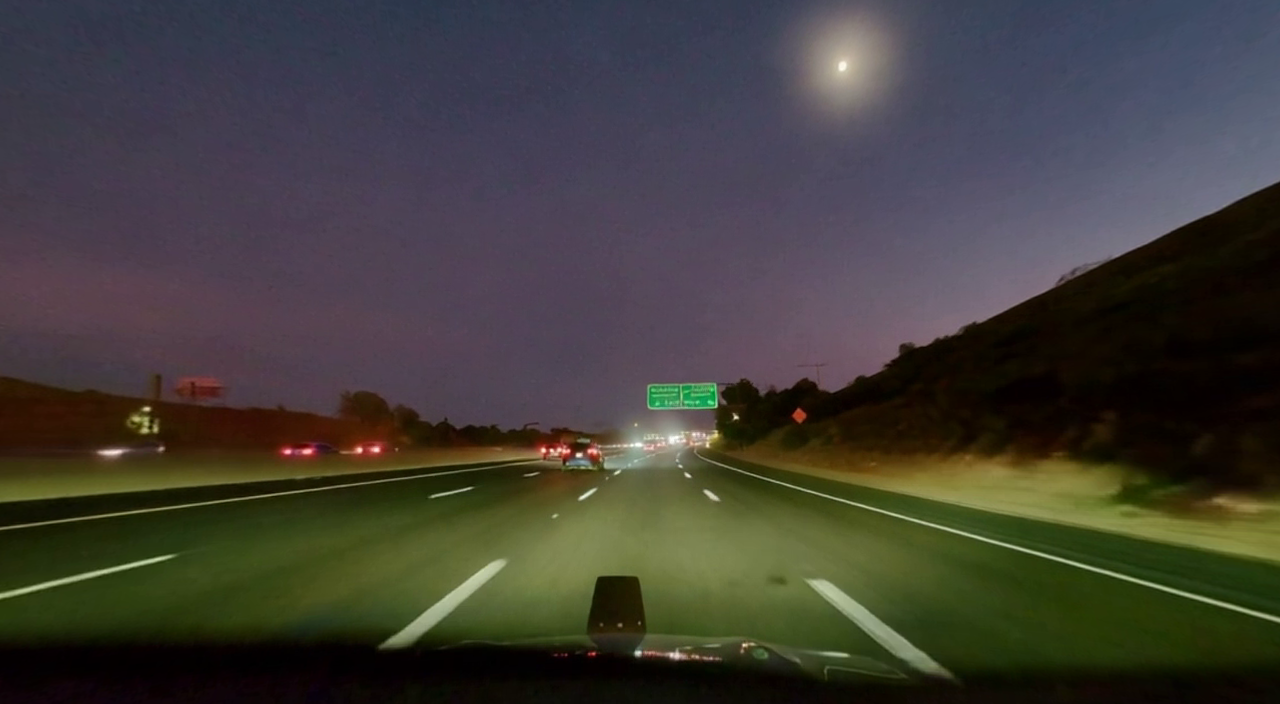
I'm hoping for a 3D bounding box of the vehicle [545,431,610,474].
[{"bbox_3d":[-2.897,4.822,30.306,2.413,1.896,5.218,0,-8,2],"label":"vehicle"}]
